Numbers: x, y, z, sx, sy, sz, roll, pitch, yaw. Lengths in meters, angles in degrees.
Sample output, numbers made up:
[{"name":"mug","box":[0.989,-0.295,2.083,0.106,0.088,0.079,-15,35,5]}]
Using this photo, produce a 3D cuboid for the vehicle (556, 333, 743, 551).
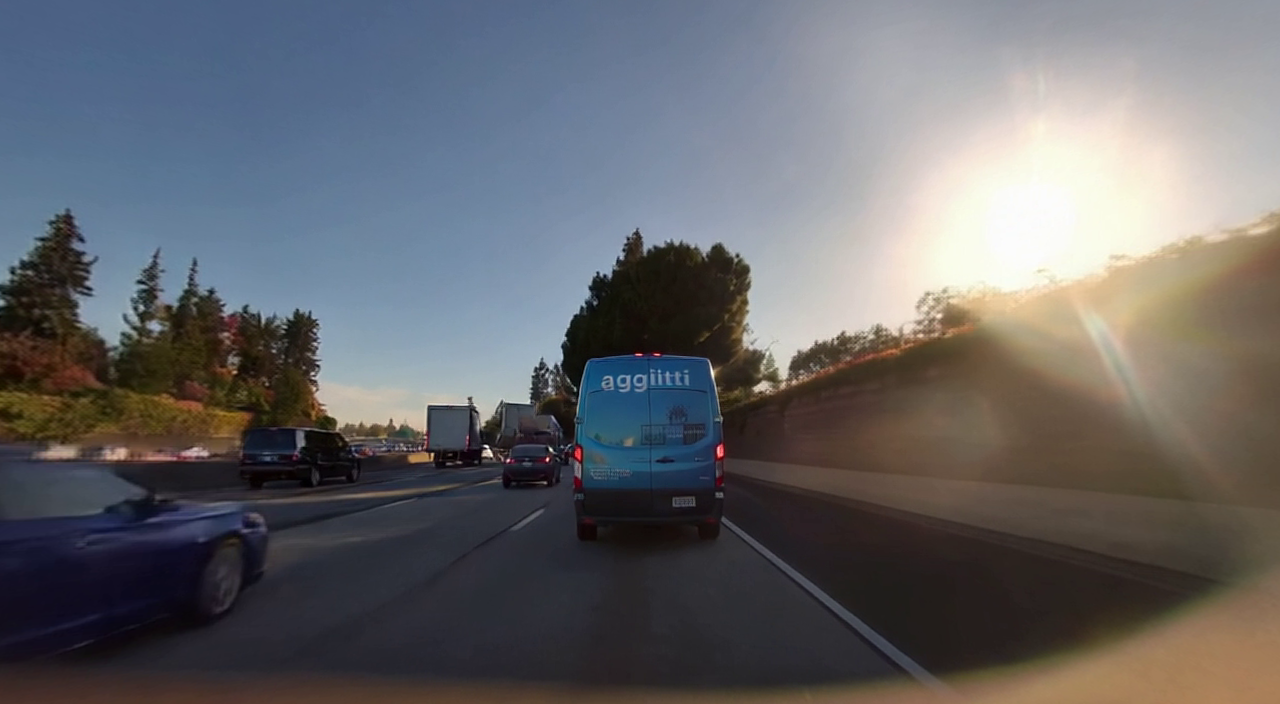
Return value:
[{"name":"vehicle","box":[0.187,1.587,11.181,2.316,2.738,6.398,0,-8,1]}]

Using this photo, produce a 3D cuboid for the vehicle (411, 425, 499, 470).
[{"name":"vehicle","box":[-9.670,5.093,33.694,2.566,2.158,5.957,-1,-8,4]}]

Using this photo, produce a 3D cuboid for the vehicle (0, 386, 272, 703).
[{"name":"vehicle","box":[-3.846,0.860,2.226,2.212,1.551,4.658,0,-8,1]}]

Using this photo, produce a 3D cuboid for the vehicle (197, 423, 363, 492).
[{"name":"vehicle","box":[-10.781,3.211,19.448,2.061,1.846,4.852,0,-8,3]}]

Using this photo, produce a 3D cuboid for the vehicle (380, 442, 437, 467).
[{"name":"vehicle","box":[-13.882,6.150,38.028,1.770,1.376,3.747,-1,-8,4]}]

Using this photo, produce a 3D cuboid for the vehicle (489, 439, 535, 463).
[{"name":"vehicle","box":[-9.296,7.229,46.175,1.934,1.567,4.536,-1,-7,7]}]
